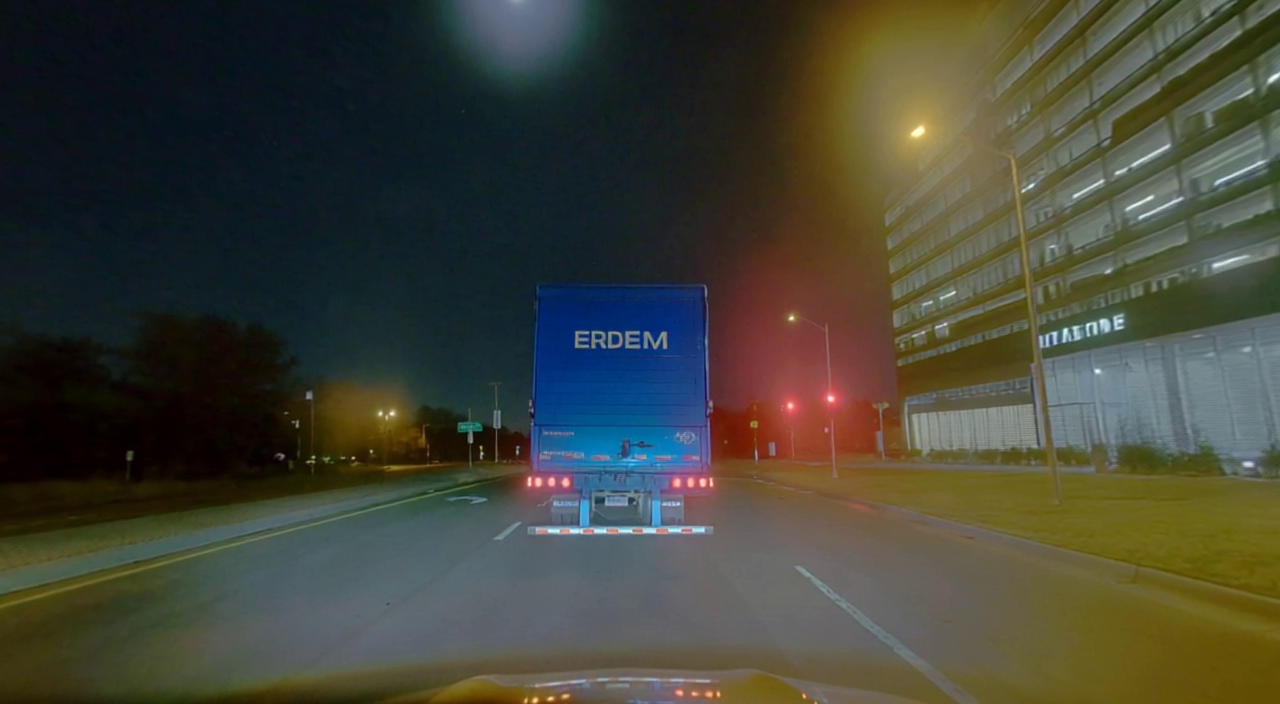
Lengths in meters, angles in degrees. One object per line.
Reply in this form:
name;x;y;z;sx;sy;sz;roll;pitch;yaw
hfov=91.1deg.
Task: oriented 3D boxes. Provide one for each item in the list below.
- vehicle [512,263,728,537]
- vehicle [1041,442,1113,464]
vehicle;-0.196;1.228;13.240;2.876;3.724;9.351;-1;-8;1
vehicle;31.364;7.220;45.162;1.652;1.423;3.797;5;-9;-35
